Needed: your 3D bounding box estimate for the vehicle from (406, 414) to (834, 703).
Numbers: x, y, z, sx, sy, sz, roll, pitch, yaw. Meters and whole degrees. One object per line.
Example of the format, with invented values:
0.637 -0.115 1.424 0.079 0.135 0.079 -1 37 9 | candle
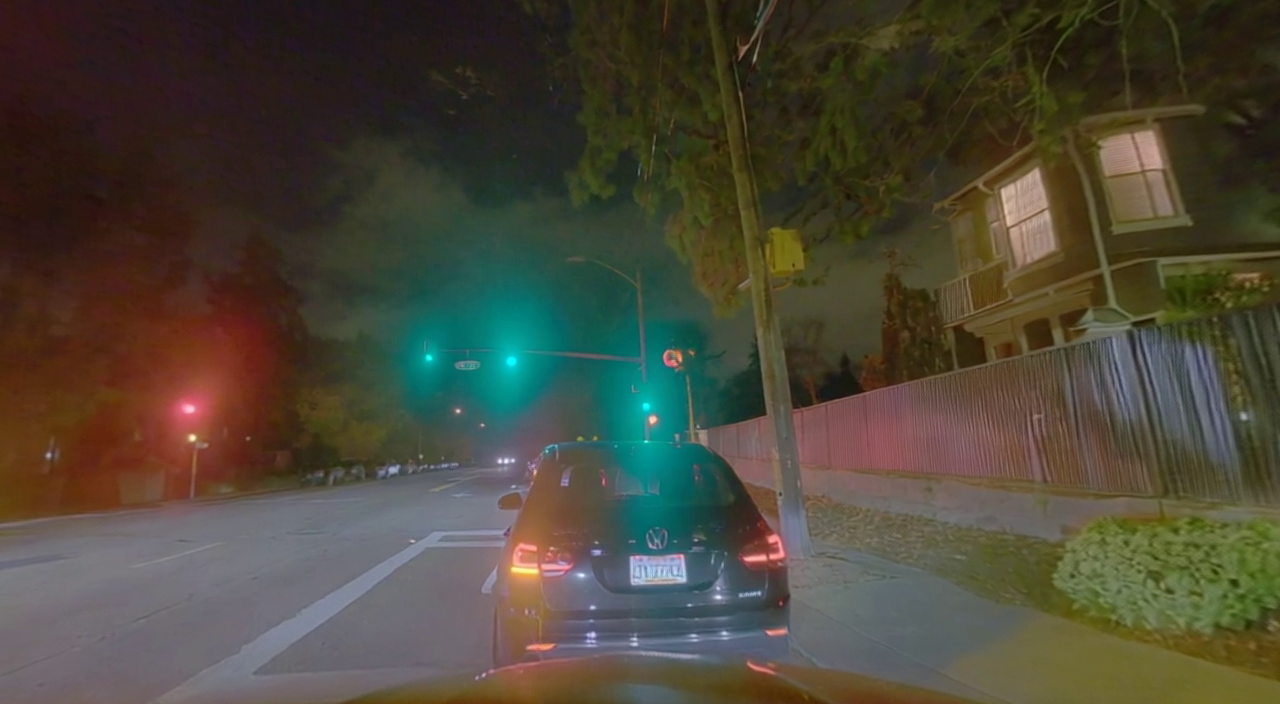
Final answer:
-0.261 1.327 4.888 2.024 1.502 3.702 1 -9 -6 | vehicle
